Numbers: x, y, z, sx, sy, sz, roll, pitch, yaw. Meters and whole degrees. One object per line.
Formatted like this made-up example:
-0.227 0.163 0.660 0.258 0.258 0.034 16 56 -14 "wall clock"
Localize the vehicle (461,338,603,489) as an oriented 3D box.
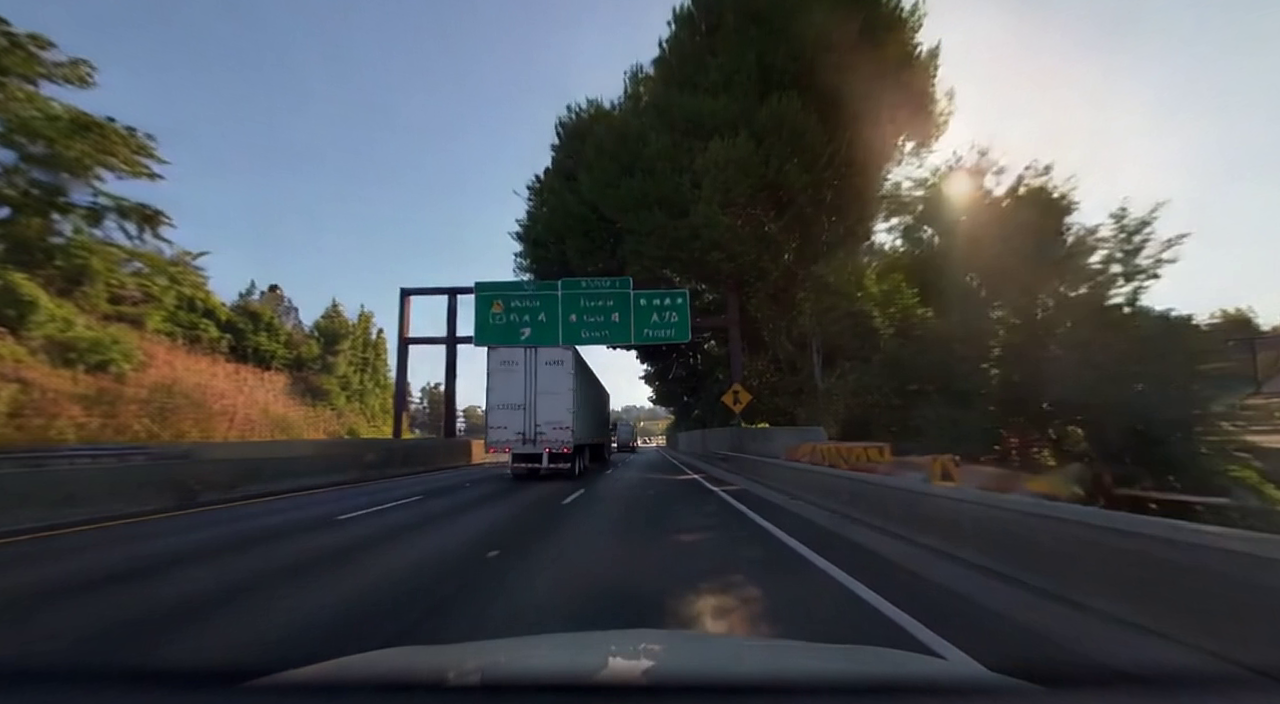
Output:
-3.321 2.679 24.105 2.947 4.051 14.256 -1 -8 0 "vehicle"
